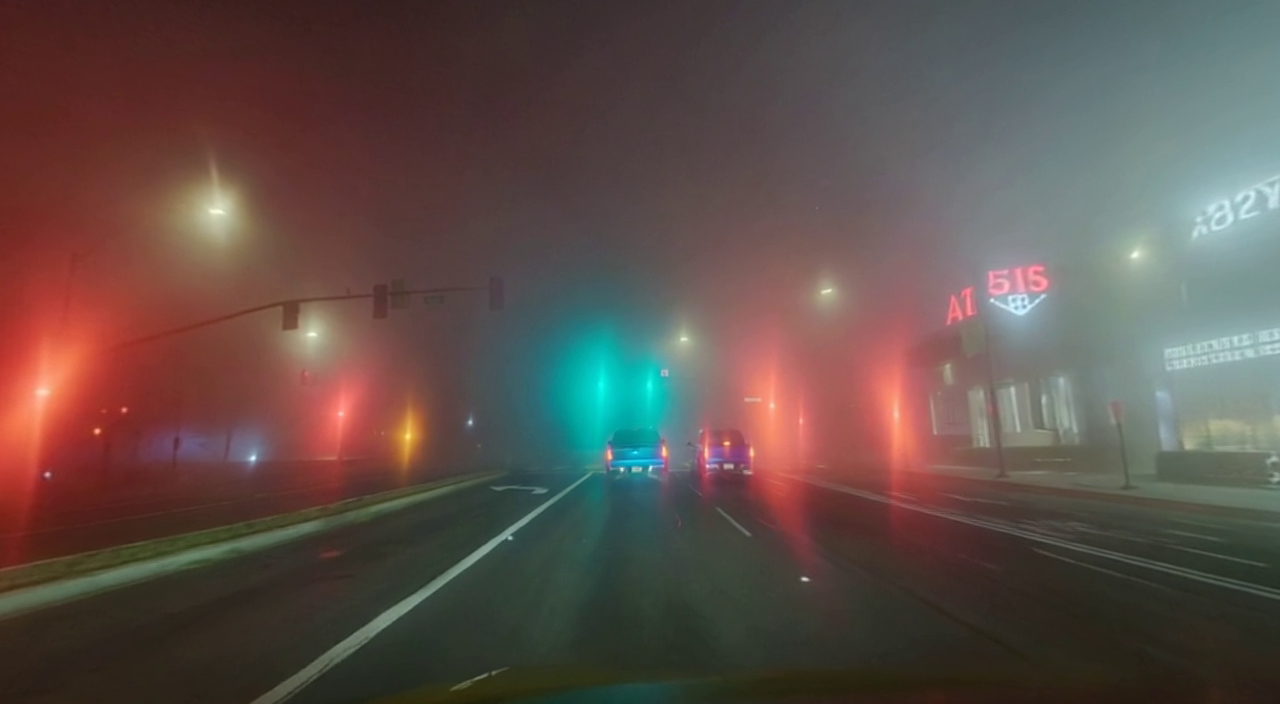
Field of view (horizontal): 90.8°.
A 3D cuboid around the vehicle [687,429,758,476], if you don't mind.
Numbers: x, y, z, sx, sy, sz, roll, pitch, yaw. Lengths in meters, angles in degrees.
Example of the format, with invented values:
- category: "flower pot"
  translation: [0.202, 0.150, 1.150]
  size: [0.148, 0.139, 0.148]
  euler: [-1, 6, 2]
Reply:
- category: "vehicle"
  translation: [3.212, 4.037, 25.568]
  size: [2.107, 1.736, 4.228]
  euler: [0, -8, -2]

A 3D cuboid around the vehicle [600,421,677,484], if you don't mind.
- category: "vehicle"
  translation: [-0.144, 3.506, 22.280]
  size: [2.413, 1.939, 4.716]
  euler: [0, -8, -2]
